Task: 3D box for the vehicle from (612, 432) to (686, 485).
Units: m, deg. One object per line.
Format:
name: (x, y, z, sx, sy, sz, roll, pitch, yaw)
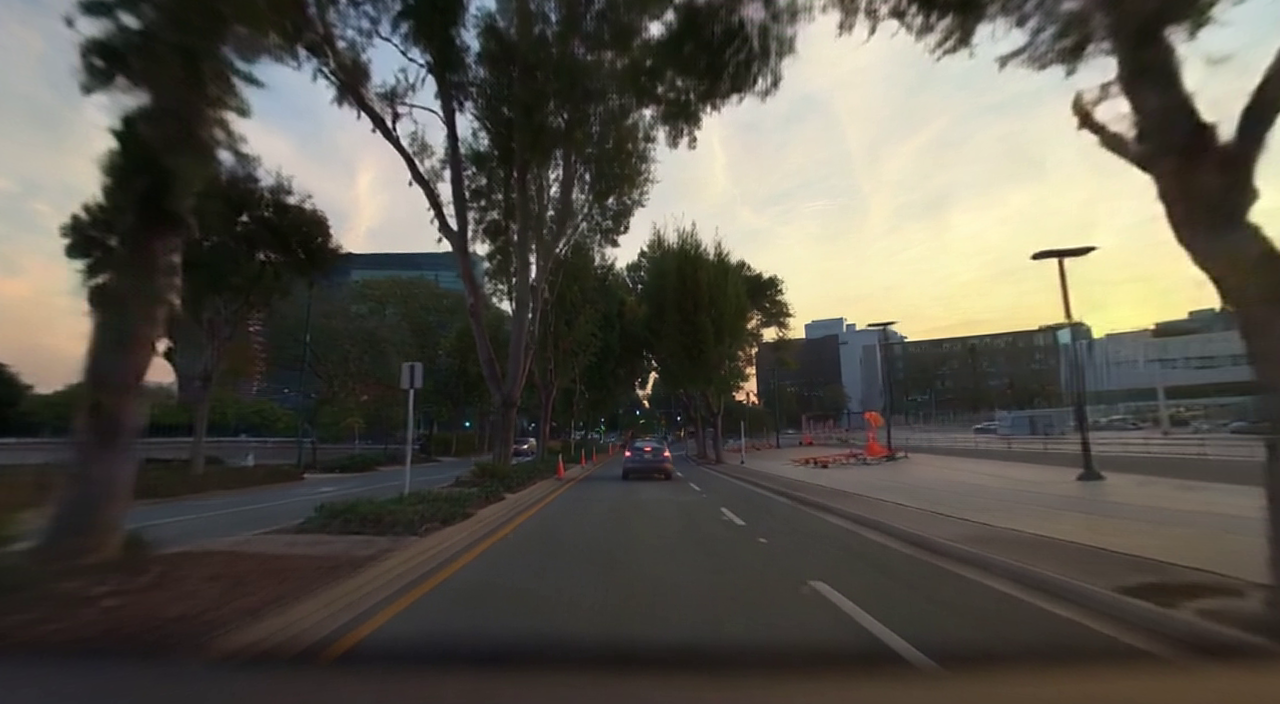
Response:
vehicle: (0.271, 3.384, 20.364, 2.114, 1.493, 4.430, 0, -8, 1)
